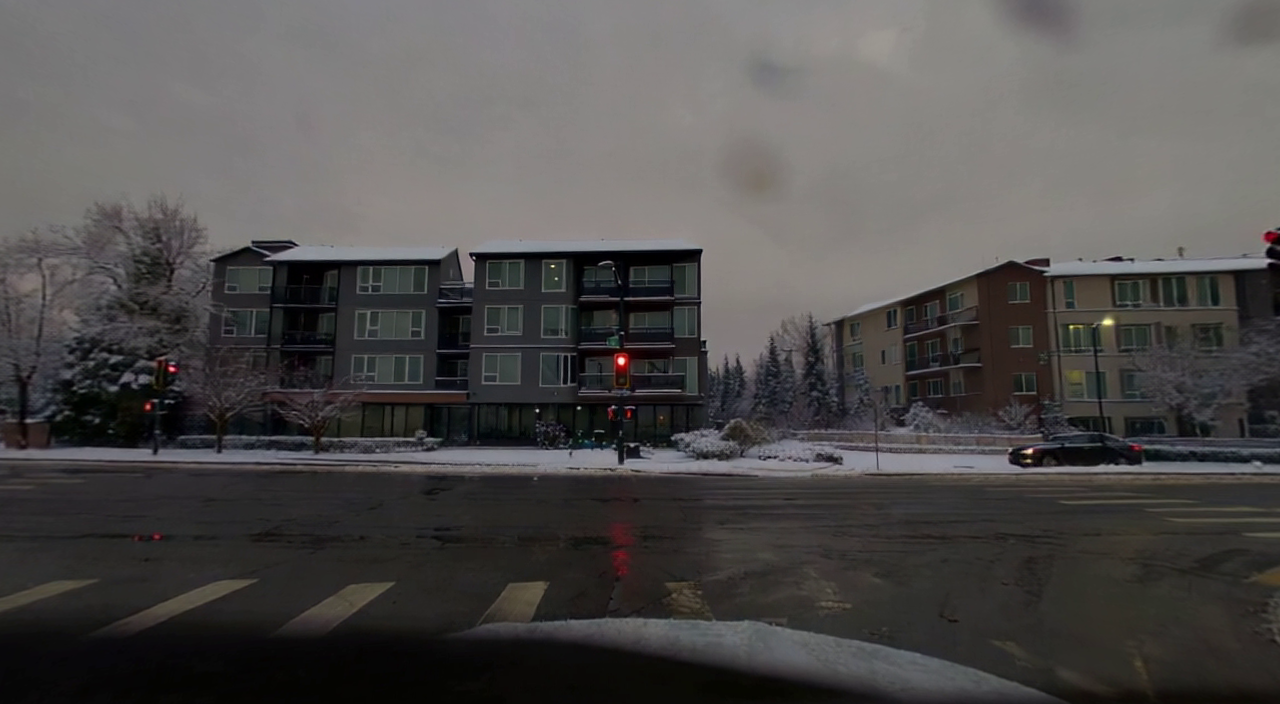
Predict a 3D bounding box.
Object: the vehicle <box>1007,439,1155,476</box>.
[{"bbox_3d":[18.555,4.462,26.702,4.823,1.458,1.914,0,-9,-1],"label":"vehicle"}]
